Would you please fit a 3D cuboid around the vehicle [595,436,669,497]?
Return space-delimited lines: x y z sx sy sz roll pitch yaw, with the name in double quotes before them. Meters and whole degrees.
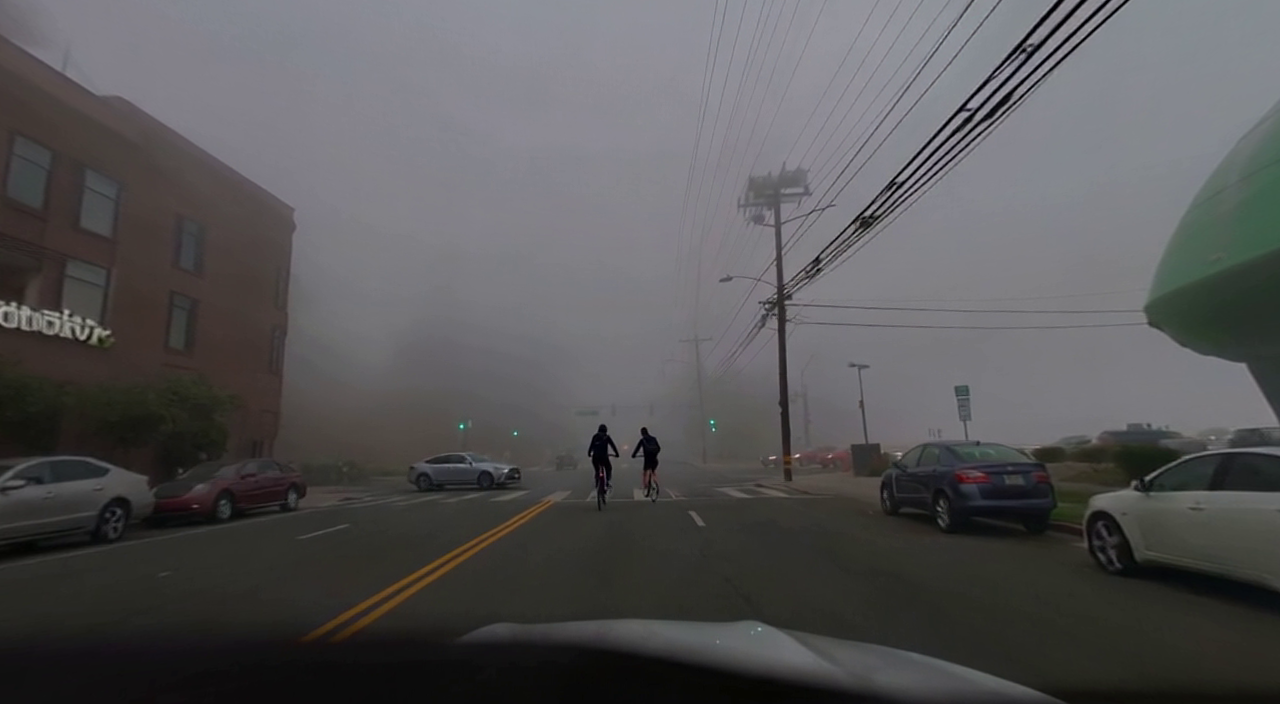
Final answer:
"vehicle" -0.219 3.702 20.768 2.190 1.783 4.048 0 -8 0

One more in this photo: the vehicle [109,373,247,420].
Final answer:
"vehicle" -17.113 1.681 23.571 3.685 1.584 1.708 1 -9 -3

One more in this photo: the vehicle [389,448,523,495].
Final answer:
"vehicle" -7.523 4.935 26.359 4.961 1.832 2.287 1 -9 -6

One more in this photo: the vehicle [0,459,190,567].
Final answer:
"vehicle" -10.250 2.604 10.686 1.904 1.495 4.585 0 -9 -1

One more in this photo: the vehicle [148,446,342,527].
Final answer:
"vehicle" -10.266 3.460 17.028 2.075 1.816 4.900 0 -8 -1

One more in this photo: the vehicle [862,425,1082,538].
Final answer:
"vehicle" 5.808 2.286 11.752 1.873 1.714 3.979 0 -8 0

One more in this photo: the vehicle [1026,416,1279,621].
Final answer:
"vehicle" 5.882 1.448 5.969 1.900 1.566 3.995 0 -8 0
